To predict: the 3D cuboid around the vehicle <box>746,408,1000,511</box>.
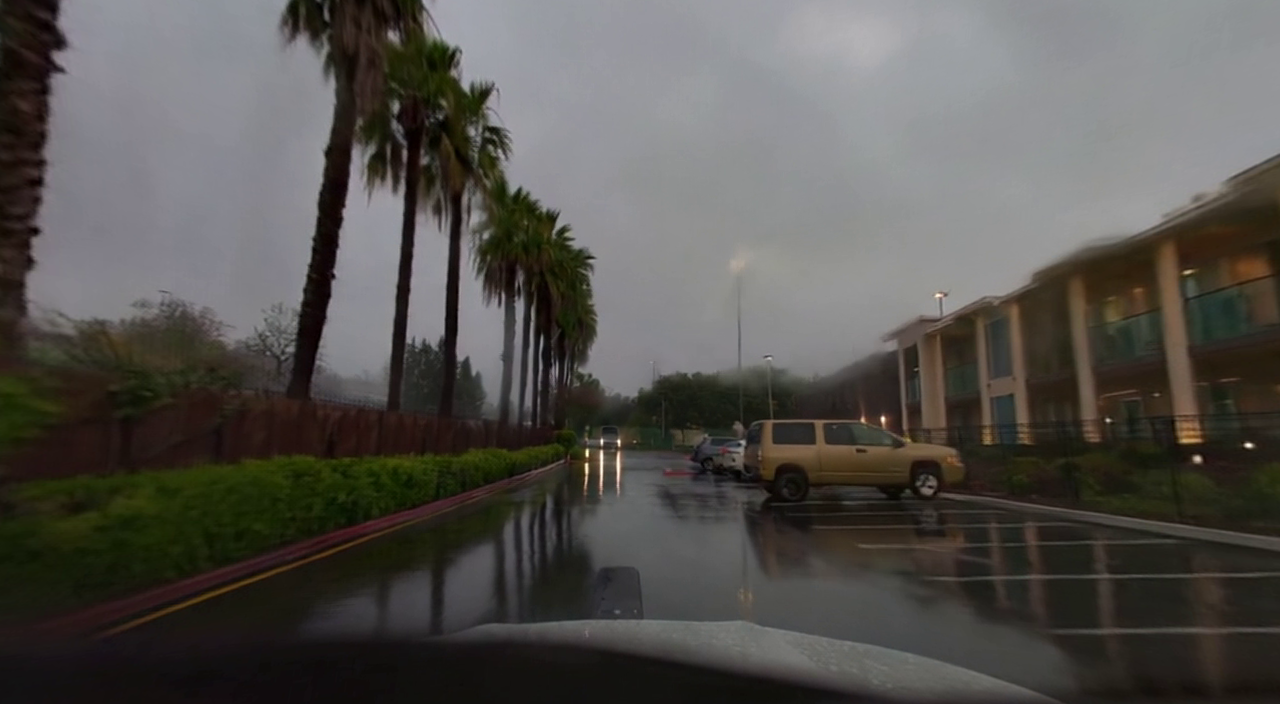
[{"bbox_3d":[4.718,2.235,13.314,4.609,1.734,1.909,3,-8,0],"label":"vehicle"}]
